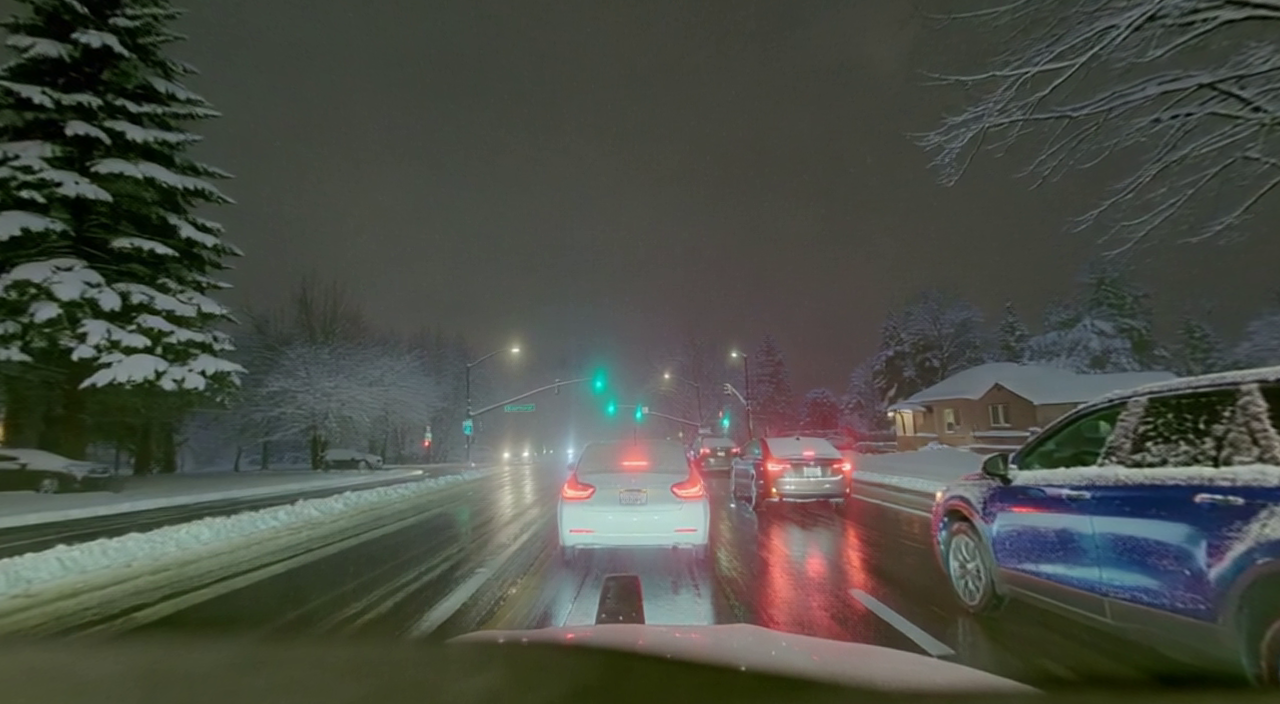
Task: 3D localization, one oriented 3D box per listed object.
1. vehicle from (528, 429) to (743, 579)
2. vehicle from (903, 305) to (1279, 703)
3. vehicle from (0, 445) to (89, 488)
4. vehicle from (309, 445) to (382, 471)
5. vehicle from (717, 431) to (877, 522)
[{"bbox_3d":[-0.099,1.855,8.575,2.186,1.500,4.141,0,-8,-1],"label":"vehicle"},{"bbox_3d":[3.359,0.867,3.356,2.006,1.766,4.345,0,-8,0],"label":"vehicle"},{"bbox_3d":[-22.580,4.083,22.625,4.092,1.438,1.639,-1,-8,1],"label":"vehicle"},{"bbox_3d":[-19.890,7.154,42.780,3.957,1.630,1.881,0,-8,0],"label":"vehicle"},{"bbox_3d":[2.940,2.453,13.033,1.971,1.517,4.521,0,-8,-2],"label":"vehicle"}]
